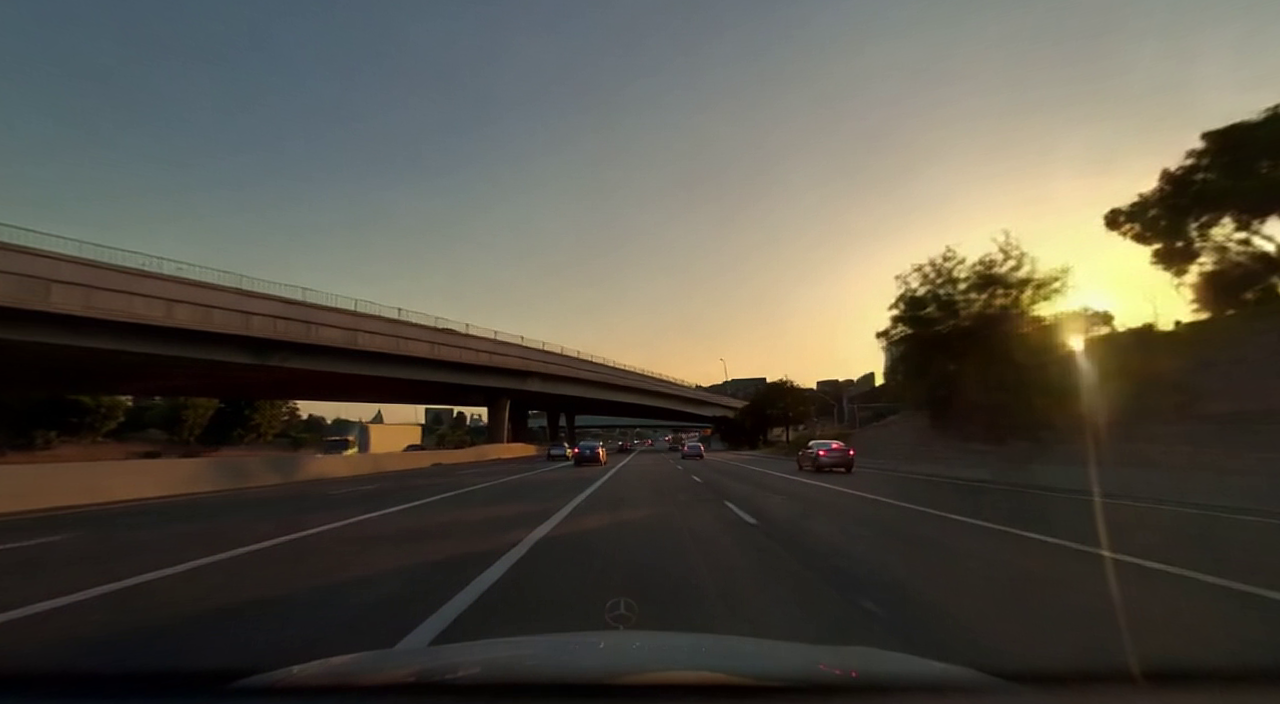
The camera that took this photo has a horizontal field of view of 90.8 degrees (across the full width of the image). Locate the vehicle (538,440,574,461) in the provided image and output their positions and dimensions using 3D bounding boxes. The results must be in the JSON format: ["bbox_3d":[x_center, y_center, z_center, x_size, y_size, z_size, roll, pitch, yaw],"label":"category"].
[{"bbox_3d":[-6.247,7.385,47.441,2.009,1.462,4.458,0,-8,1],"label":"vehicle"}]

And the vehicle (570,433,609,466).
[{"bbox_3d":[-2.945,5.829,37.863,1.893,1.827,4.513,0,-8,1],"label":"vehicle"}]

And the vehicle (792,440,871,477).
[{"bbox_3d":[7.955,4.444,26.680,1.900,1.432,4.519,0,-8,0],"label":"vehicle"}]

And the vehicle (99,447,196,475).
[{"bbox_3d":[-29.311,6.464,37.774,1.956,1.566,4.663,0,-8,1],"label":"vehicle"}]
